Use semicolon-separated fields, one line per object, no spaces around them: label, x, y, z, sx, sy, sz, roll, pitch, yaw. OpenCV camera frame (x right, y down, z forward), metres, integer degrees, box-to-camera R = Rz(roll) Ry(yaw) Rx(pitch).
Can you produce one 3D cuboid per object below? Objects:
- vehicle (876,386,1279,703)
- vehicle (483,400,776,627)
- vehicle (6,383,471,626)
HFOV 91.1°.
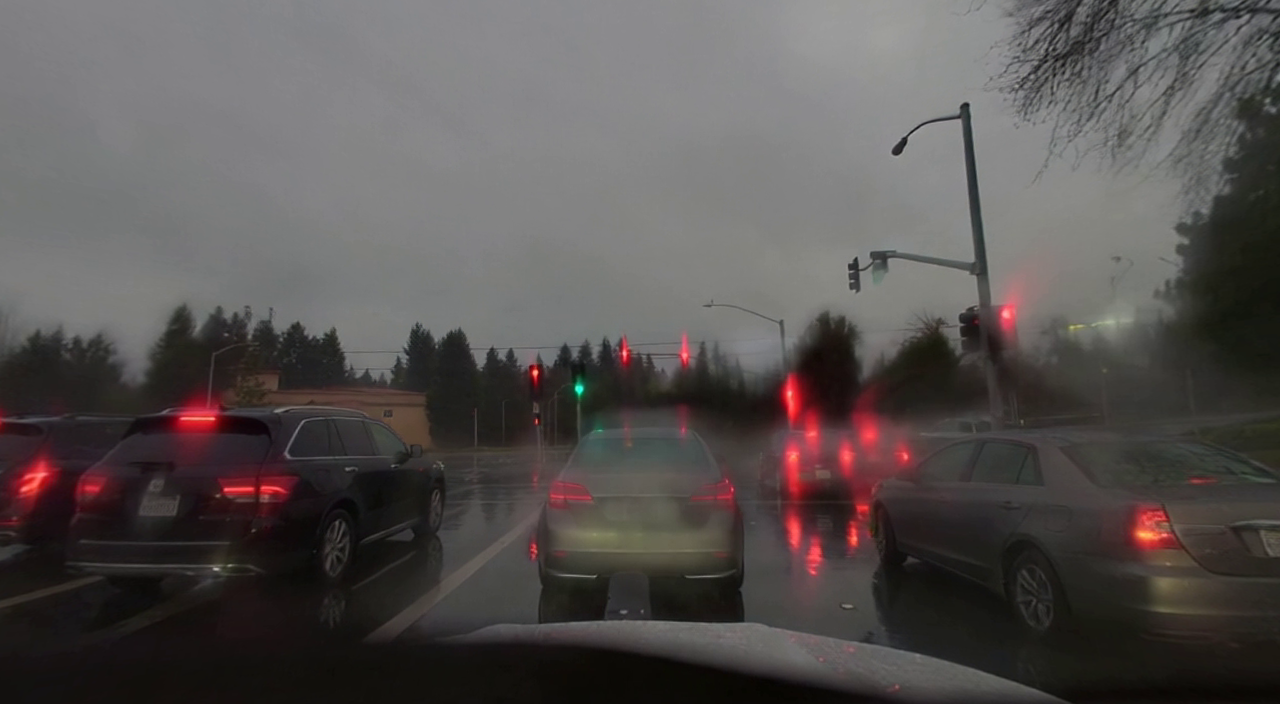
vehicle;3.584;1.199;4.601;2.010;1.486;4.498;0;-8;1
vehicle;-0.054;1.400;6.302;2.047;1.579;3.642;0;-8;1
vehicle;-3.556;1.427;6.849;2.014;1.755;4.360;0;-8;3
